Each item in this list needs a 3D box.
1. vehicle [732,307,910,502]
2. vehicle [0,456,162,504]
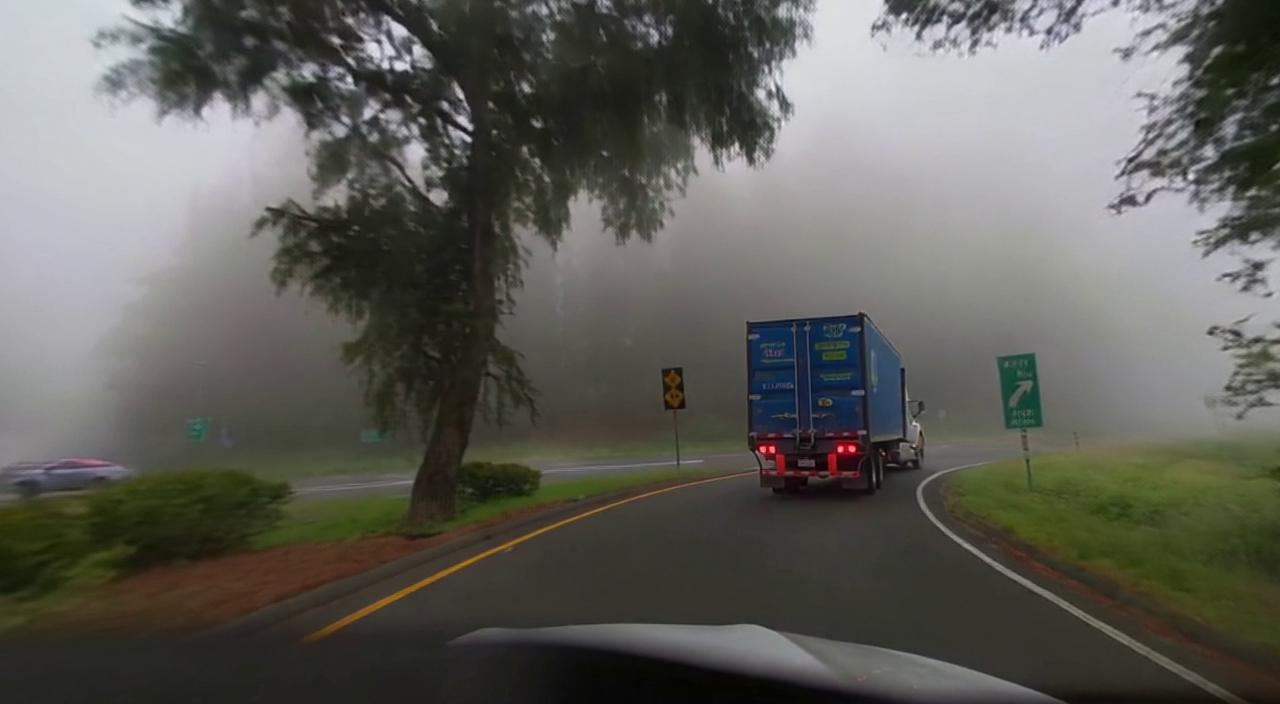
[{"bbox_3d":[5.245,1.587,16.548,2.937,3.647,9.344,-4,-8,24],"label":"vehicle"},{"bbox_3d":[-20.015,4.515,22.560,4.350,1.410,1.726,6,-10,-41],"label":"vehicle"}]
